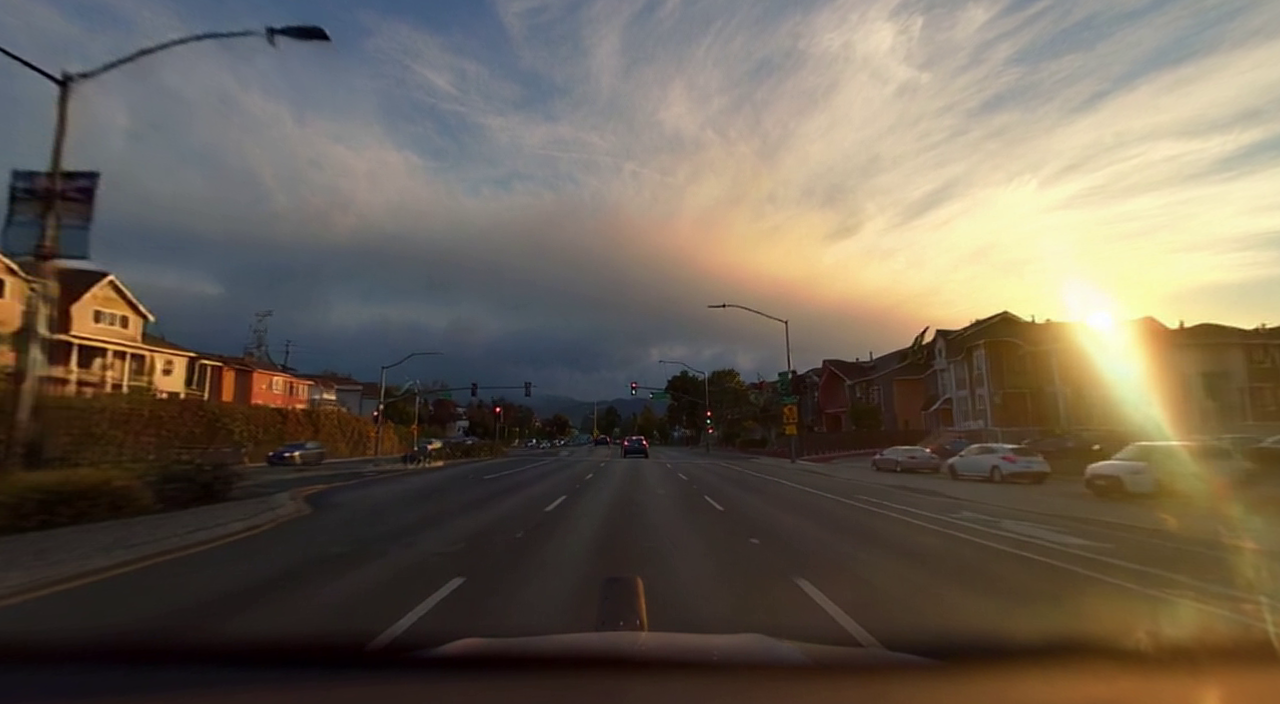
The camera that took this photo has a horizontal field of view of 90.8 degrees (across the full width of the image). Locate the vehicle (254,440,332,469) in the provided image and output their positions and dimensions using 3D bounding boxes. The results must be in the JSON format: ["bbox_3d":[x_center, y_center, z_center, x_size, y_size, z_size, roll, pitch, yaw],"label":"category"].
[{"bbox_3d":[-19.414,5.732,35.589,1.918,1.472,4.360,0,-8,0],"label":"vehicle"}]

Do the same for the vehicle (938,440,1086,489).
[{"bbox_3d":[12.502,3.781,21.716,2.128,1.467,4.987,0,-8,1],"label":"vehicle"}]

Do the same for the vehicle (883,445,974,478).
[{"bbox_3d":[12.669,4.799,28.088,1.903,1.330,4.470,0,-8,-1],"label":"vehicle"}]

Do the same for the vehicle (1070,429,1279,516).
[{"bbox_3d":[12.658,2.727,14.856,1.976,1.706,4.354,0,-8,0],"label":"vehicle"}]
